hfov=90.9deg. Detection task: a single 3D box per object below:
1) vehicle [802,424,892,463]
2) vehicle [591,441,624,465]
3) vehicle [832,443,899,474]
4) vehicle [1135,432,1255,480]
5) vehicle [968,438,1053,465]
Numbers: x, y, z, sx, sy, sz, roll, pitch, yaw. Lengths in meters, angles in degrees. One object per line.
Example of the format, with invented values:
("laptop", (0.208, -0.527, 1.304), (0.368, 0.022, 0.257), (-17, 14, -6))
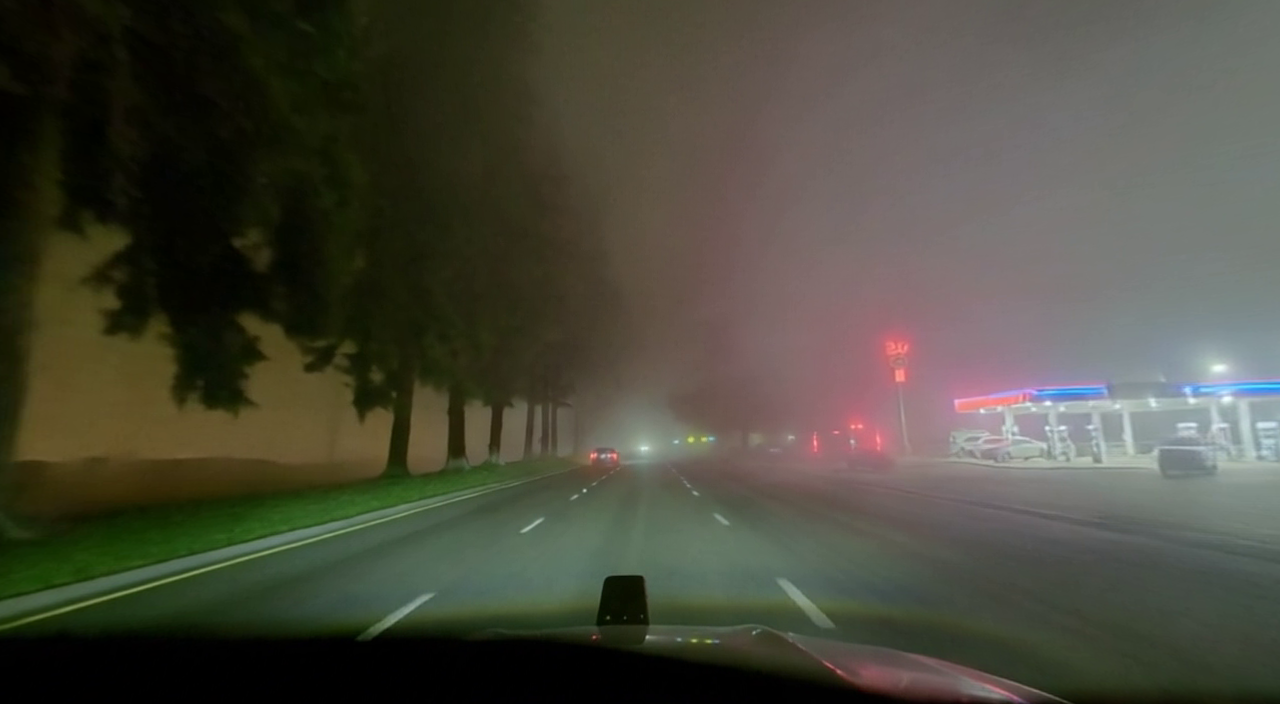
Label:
("vehicle", (15.311, 6.808, 46.869), (5.820, 2.752, 2.234), (0, -9, -1))
("vehicle", (-2.475, 7.860, 49.168), (2.196, 1.801, 4.542), (0, -9, 1))
("vehicle", (11.804, 5.572, 33.312), (1.967, 1.500, 4.353), (-1, -9, 1))
("vehicle", (21.362, 3.953, 24.230), (4.484, 1.697, 1.959), (5, -10, -30))
("vehicle", (21.465, 5.751, 36.445), (4.674, 1.471, 1.954), (4, -10, -28))
